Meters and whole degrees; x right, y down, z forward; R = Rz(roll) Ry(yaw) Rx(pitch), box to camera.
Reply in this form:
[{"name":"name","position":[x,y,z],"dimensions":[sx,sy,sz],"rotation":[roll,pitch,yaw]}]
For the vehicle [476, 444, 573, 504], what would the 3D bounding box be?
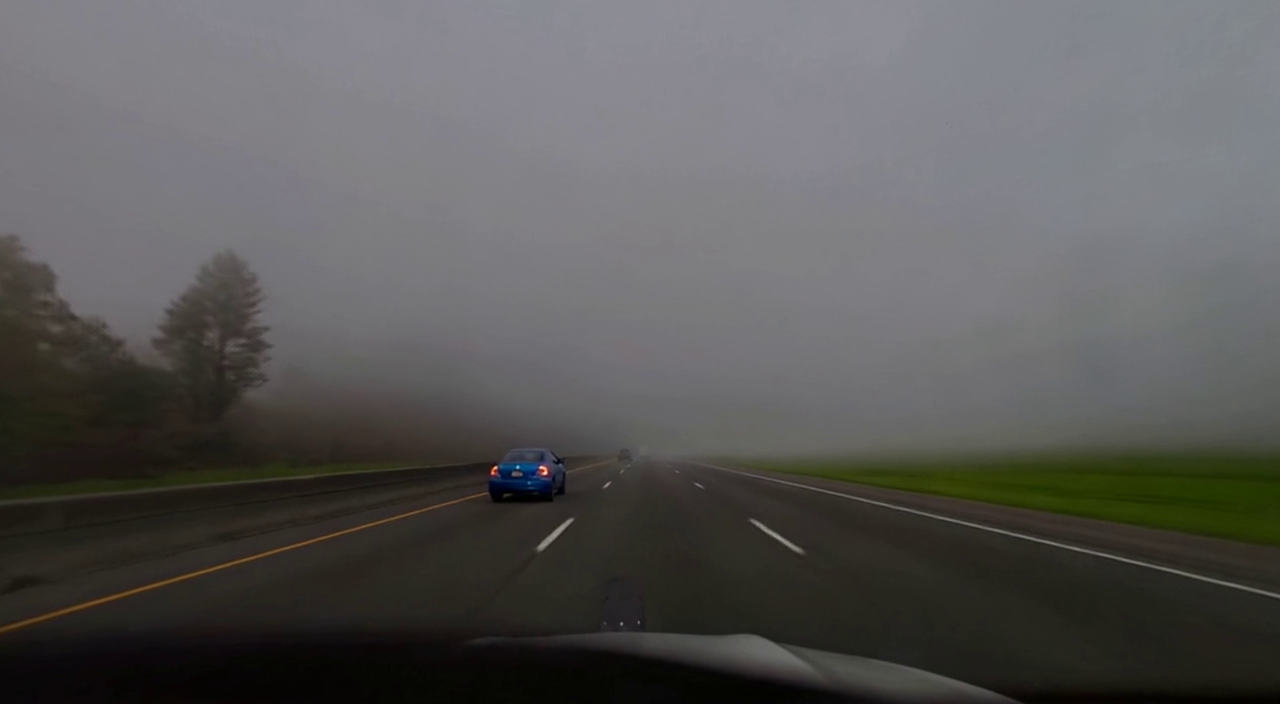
[{"name":"vehicle","position":[-3.222,3.512,18.551],"dimensions":[1.945,1.537,4.294],"rotation":[0,-9,1]}]
